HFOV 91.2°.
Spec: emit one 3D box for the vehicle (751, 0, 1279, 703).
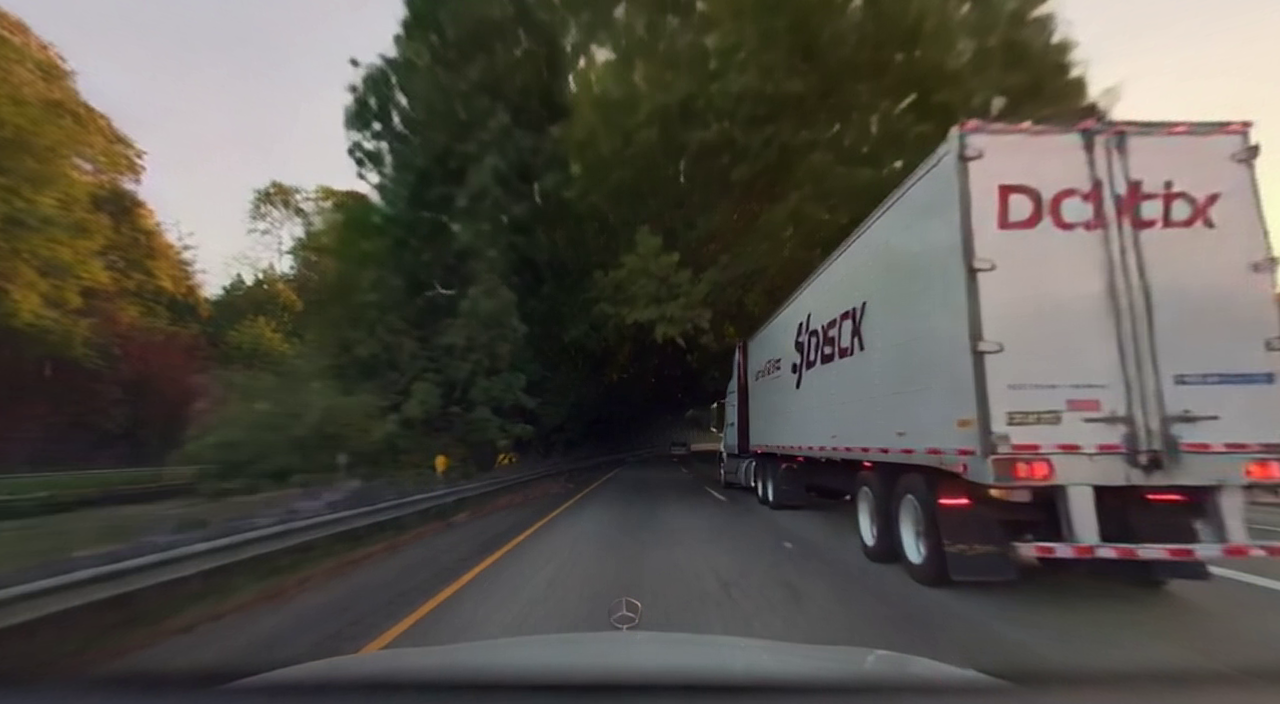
[{"bbox_3d":[3.768,0.438,7.742,3.025,4.010,9.542,0,-9,0],"label":"vehicle"}]
